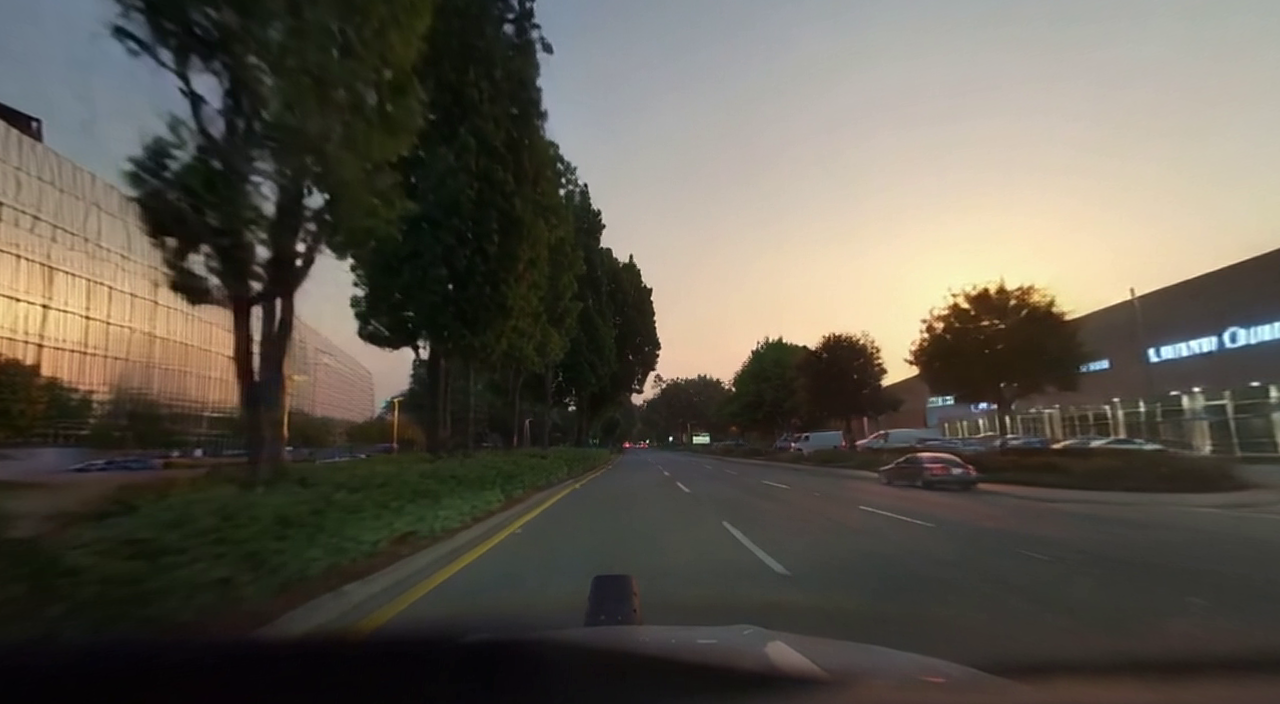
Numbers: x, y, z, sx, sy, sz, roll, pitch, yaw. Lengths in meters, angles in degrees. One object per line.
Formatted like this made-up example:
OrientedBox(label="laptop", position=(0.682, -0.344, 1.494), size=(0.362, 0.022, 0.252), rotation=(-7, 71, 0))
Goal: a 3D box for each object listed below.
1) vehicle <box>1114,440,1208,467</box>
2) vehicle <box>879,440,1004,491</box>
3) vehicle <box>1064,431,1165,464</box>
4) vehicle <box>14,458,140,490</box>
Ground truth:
OrientedBox(label="vehicle", position=(29.166, 5.664, 35.381), size=(1.931, 1.408, 3.757), rotation=(1, -8, -2))
OrientedBox(label="vehicle", position=(10.148, 3.824, 21.648), size=(2.013, 1.551, 4.460), rotation=(1, -8, -1))
OrientedBox(label="vehicle", position=(26.284, 5.325, 35.129), size=(1.985, 1.723, 4.672), rotation=(0, -9, 0))
OrientedBox(label="vehicle", position=(-30.533, 6.632, 34.222), size=(4.920, 1.475, 1.984), rotation=(-1, -7, 0))
